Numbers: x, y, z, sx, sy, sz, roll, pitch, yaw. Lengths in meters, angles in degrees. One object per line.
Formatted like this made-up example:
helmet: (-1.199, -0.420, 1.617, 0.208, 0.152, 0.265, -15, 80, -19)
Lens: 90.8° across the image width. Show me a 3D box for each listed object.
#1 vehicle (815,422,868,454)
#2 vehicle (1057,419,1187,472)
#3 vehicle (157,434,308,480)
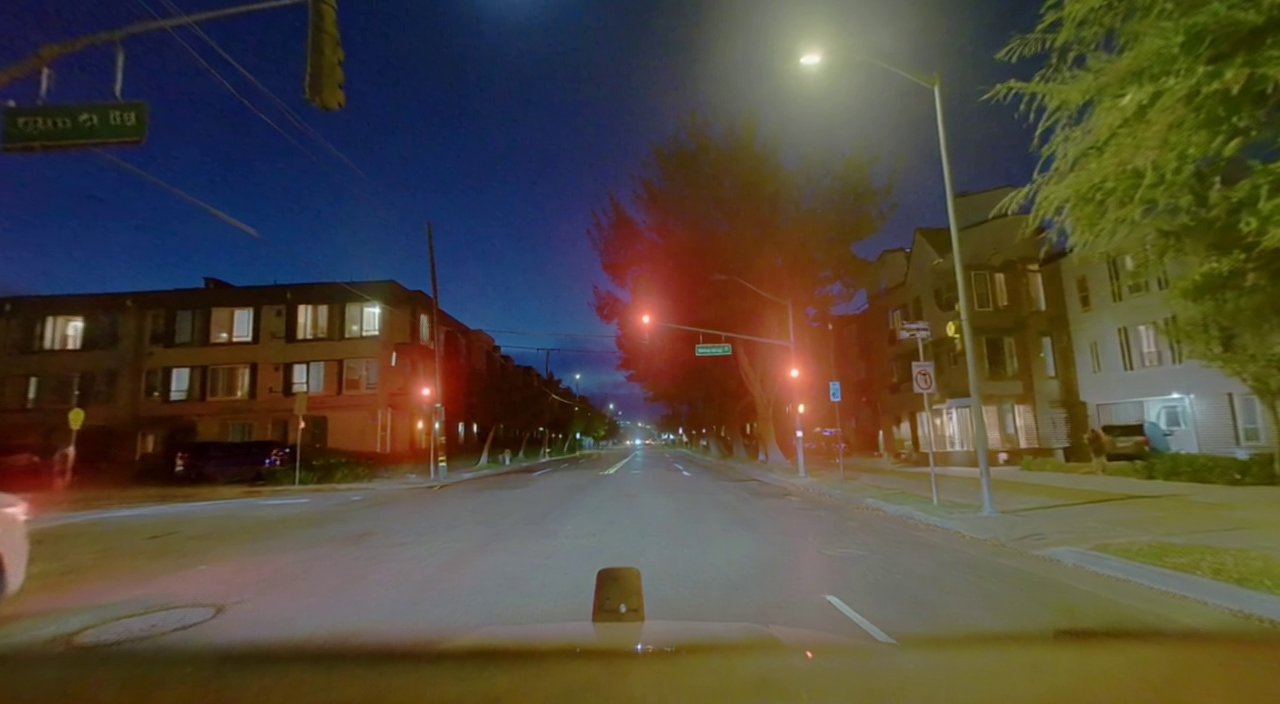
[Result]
vehicle: (11.528, 4.986, 36.447, 1.950, 1.714, 4.245, -1, -9, 5)
vehicle: (17.105, 3.374, 22.709, 2.013, 1.722, 4.007, -2, -9, 10)
vehicle: (-18.997, 4.897, 29.672, 5.468, 1.854, 2.283, -2, -8, -4)
